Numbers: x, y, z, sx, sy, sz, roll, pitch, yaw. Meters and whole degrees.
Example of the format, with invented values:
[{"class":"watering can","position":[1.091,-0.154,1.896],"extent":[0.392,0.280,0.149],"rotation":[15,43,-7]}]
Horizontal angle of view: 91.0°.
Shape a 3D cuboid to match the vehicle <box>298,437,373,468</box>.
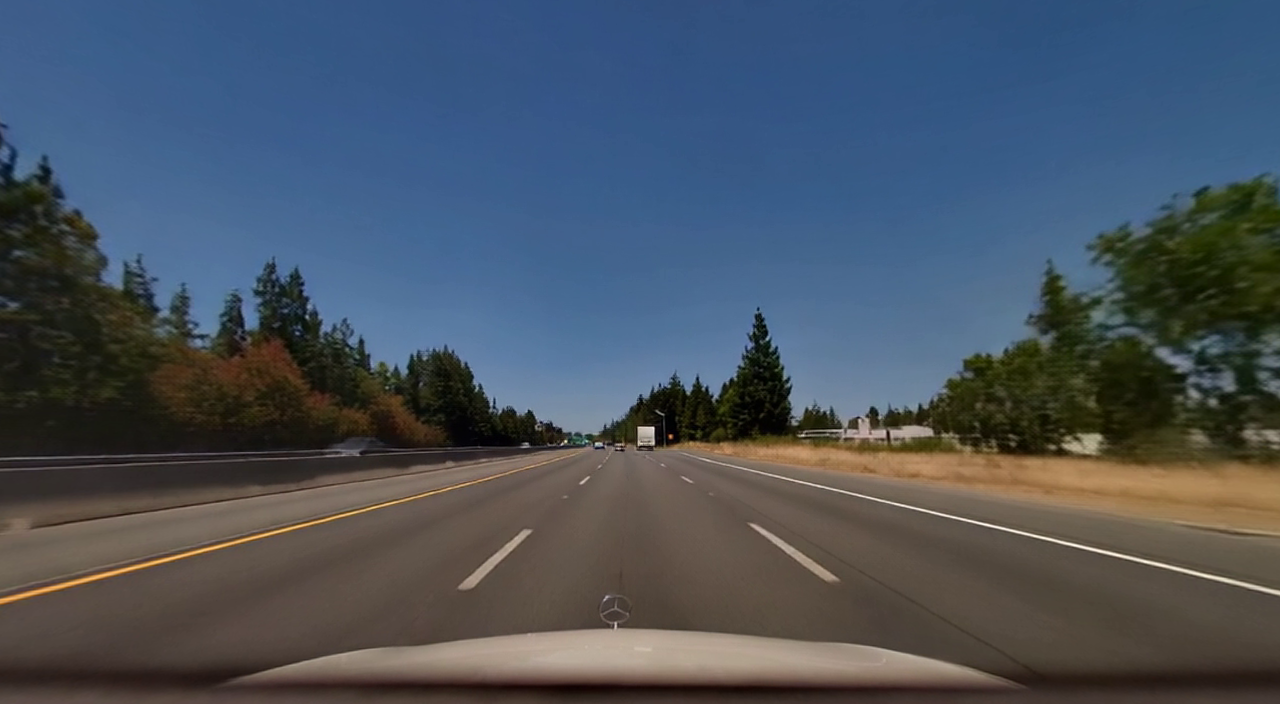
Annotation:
[{"class":"vehicle","position":[-17.230,5.706,35.867],"extent":[2.054,1.589,4.662],"rotation":[0,-8,-1]}]
